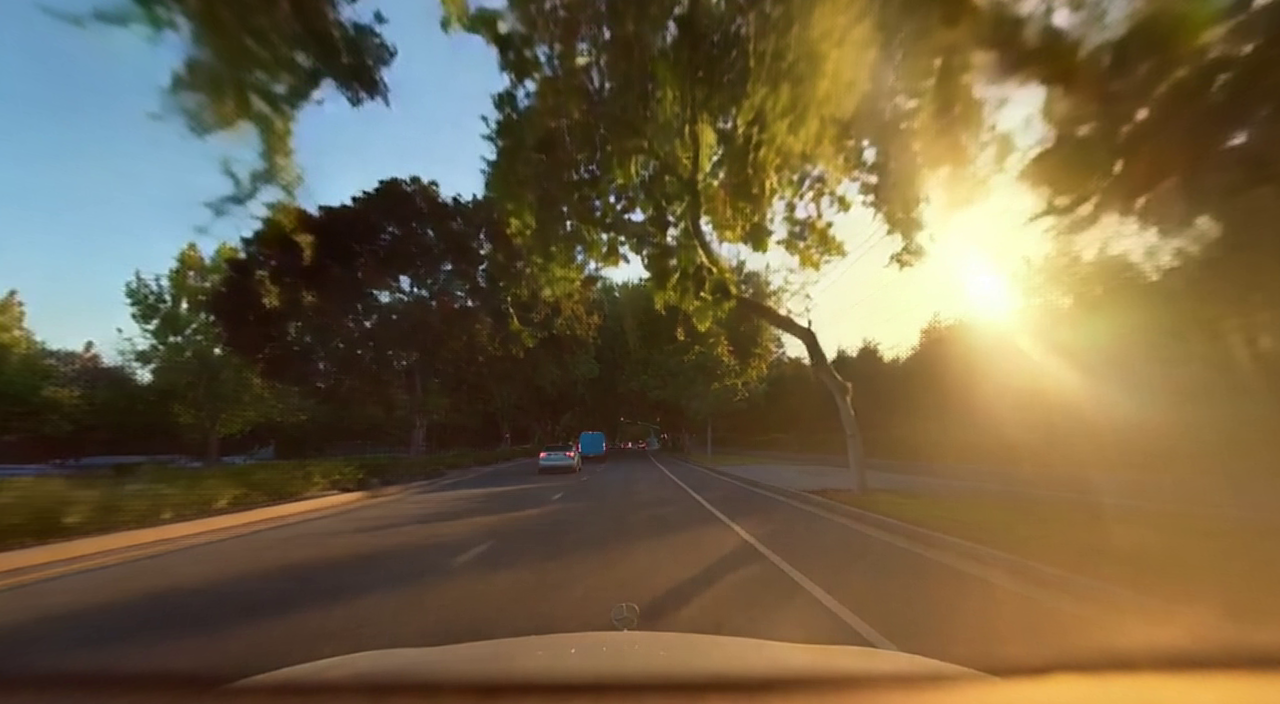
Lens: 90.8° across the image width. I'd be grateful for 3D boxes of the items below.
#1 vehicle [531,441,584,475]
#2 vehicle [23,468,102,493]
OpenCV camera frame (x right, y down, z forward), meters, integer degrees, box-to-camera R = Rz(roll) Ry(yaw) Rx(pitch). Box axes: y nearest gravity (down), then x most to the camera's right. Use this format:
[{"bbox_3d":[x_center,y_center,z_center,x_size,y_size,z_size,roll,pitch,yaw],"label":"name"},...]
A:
[{"bbox_3d":[-3.871,5.011,30.144,2.009,1.473,4.028,1,-8,-1],"label":"vehicle"},{"bbox_3d":[-36.679,8.140,40.262,1.567,1.379,3.614,3,-10,-1],"label":"vehicle"}]
